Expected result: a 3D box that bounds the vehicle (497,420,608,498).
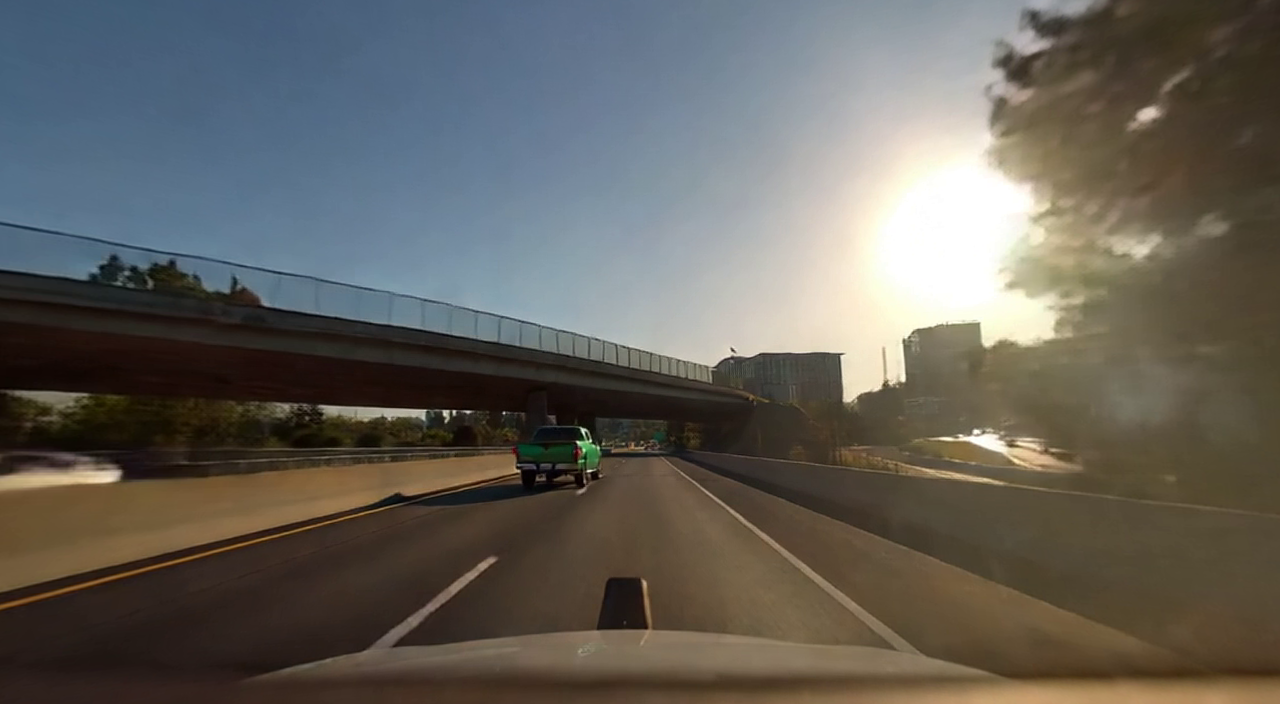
[{"bbox_3d":[-2.349,3.108,18.725,2.350,1.932,5.562,0,-8,2],"label":"vehicle"}]
